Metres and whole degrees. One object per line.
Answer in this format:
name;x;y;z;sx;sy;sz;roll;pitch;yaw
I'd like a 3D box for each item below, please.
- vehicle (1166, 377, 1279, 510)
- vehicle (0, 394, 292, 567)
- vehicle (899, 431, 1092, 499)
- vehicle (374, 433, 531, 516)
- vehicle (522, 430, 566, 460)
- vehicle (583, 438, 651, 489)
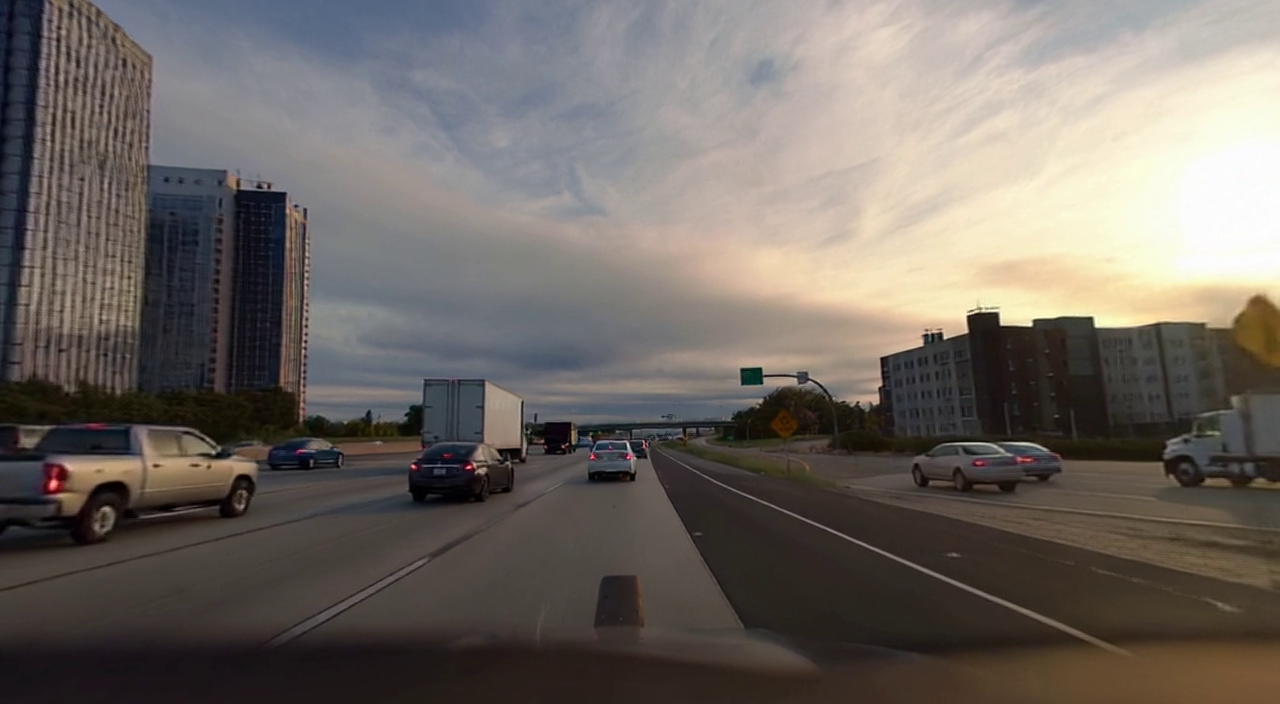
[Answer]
vehicle;21.313;2.540;17.497;3.015;3.855;9.519;7;-11;-38
vehicle;-7.548;1.718;9.138;2.190;1.821;4.800;0;-9;0
vehicle;11.913;3.814;21.740;2.415;1.972;5.572;3;-9;-17
vehicle;-3.857;2.594;13.853;2.016;1.497;4.235;0;-9;2
vehicle;-7.020;6.894;46.819;2.339;2.059;5.359;0;-9;1
vehicle;-0.663;3.589;20.620;1.991;1.488;3.922;0;-9;0
